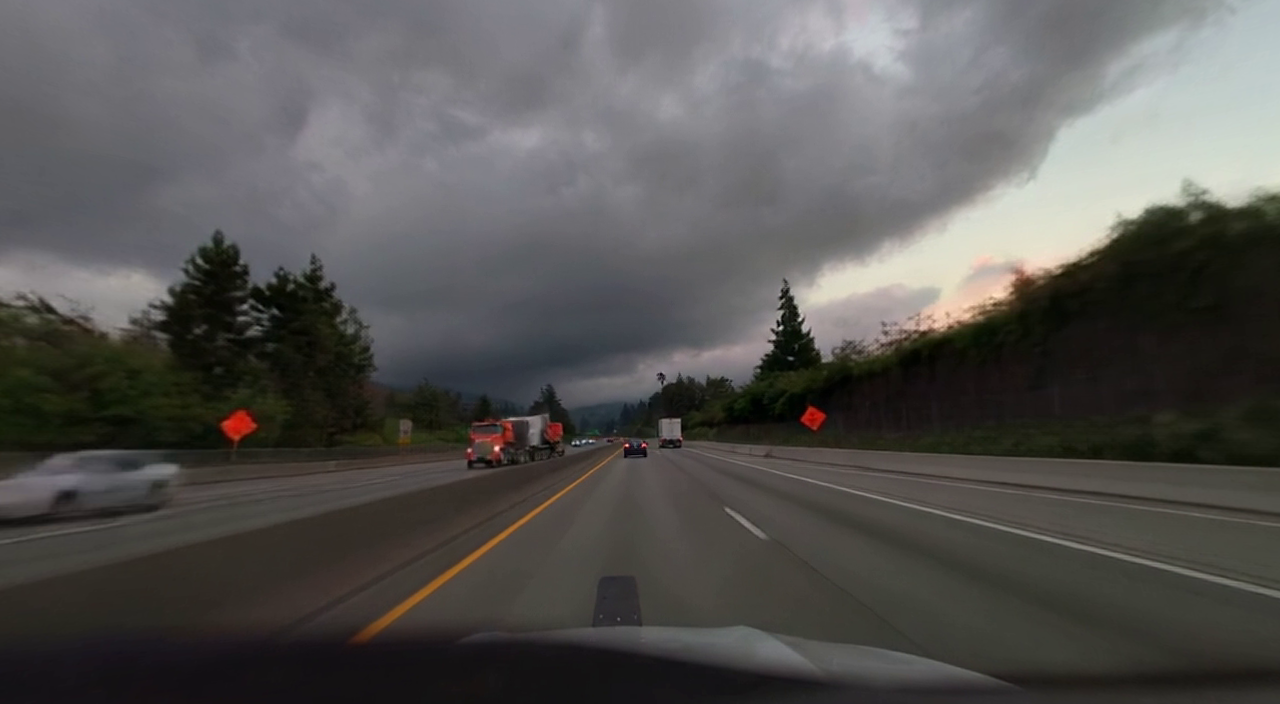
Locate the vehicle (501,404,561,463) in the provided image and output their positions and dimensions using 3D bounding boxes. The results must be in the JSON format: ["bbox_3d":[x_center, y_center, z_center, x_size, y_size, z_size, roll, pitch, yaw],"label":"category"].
[{"bbox_3d":[-8.439,6.550,49.920,3.129,4.014,10.246,-4,-8,-2],"label":"vehicle"}]

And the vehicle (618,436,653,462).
[{"bbox_3d":[-0.327,5.817,37.895,2.004,1.472,4.075,0,-8,-1],"label":"vehicle"}]

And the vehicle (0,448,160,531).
[{"bbox_3d":[-12.803,2.812,13.339,1.877,1.490,4.134,0,-8,0],"label":"vehicle"}]
